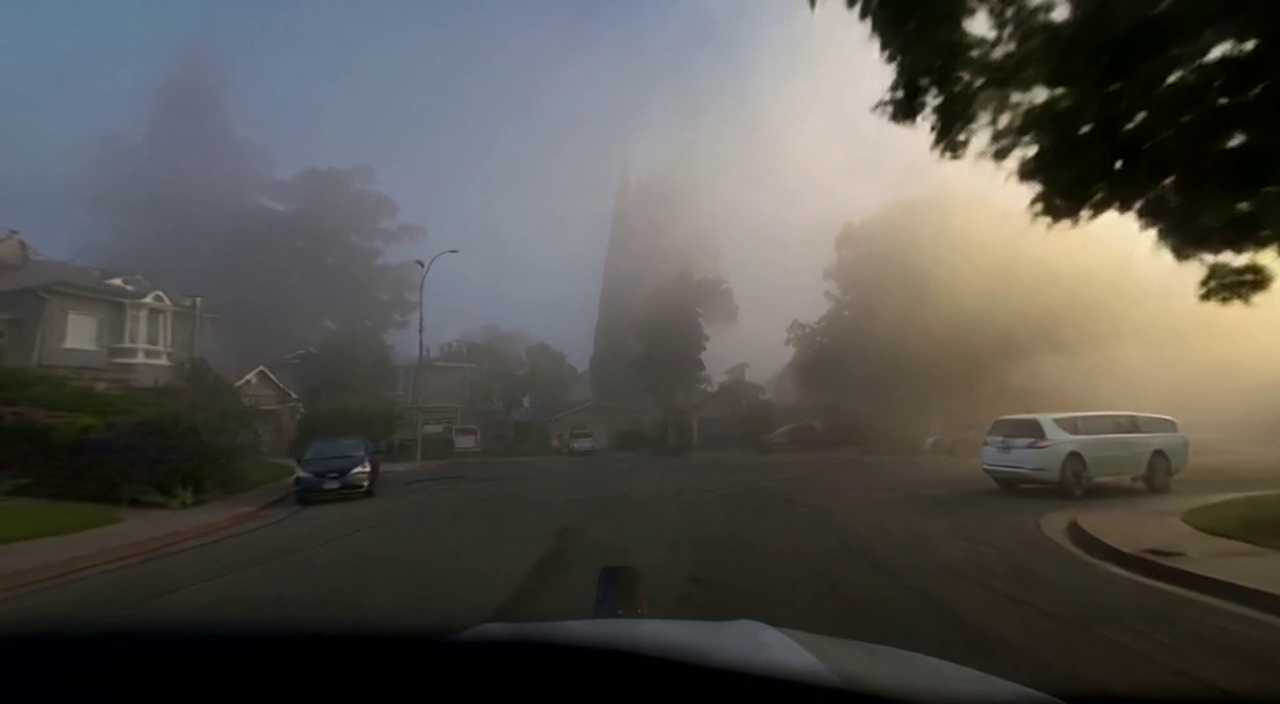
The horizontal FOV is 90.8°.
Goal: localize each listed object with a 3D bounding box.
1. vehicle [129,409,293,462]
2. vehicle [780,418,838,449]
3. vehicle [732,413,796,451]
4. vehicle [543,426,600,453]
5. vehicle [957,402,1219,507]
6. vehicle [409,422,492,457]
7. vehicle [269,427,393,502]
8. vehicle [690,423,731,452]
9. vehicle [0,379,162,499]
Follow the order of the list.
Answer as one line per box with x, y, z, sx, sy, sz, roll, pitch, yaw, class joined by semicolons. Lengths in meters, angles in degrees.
-14.996;2.938;22.227;4.400;1.717;2.067;-2;-7;7;vehicle
9.827;4.812;37.153;2.160;1.695;4.183;-1;-7;-1;vehicle
6.997;4.603;36.317;2.455;2.018;5.271;-1;-7;-1;vehicle
-4.194;5.233;37.827;1.932;1.518;4.343;3;-8;-27;vehicle
9.126;1.996;12.870;4.863;1.784;2.109;3;-8;-26;vehicle
-10.664;4.877;35.324;2.305;1.824;5.096;7;-10;-44;vehicle
-7.339;2.582;15.201;2.236;1.459;4.832;3;-8;-25;vehicle
4.007;4.922;36.475;1.833;1.540;3.532;-1;-7;-2;vehicle
-11.851;1.513;10.911;5.143;1.832;2.461;0;-7;-2;vehicle
